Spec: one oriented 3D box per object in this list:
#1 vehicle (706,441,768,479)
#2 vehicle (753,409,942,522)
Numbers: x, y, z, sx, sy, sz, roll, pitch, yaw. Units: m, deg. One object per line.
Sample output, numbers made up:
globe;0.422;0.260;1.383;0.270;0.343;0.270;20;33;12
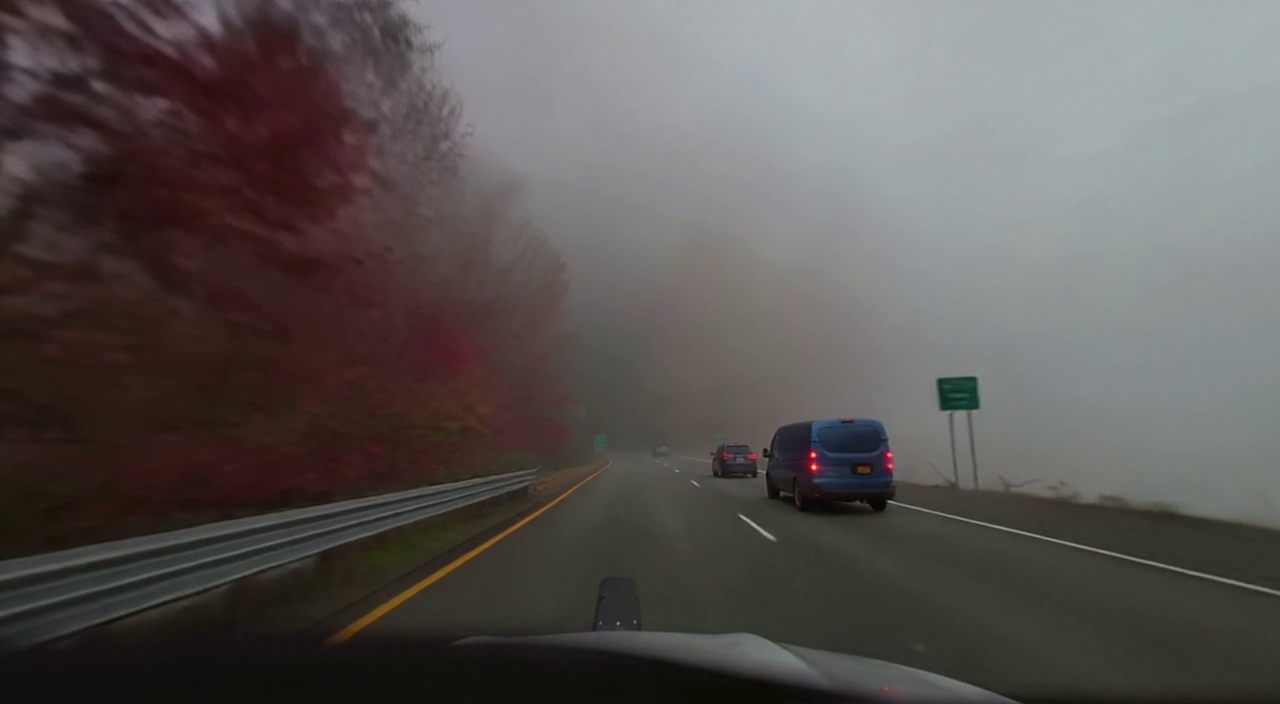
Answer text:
vehicle;4.173;4.712;27.583;1.952;1.536;4.036;0;-9;-2
vehicle;4.035;2.345;13.363;2.205;1.923;4.956;0;-9;-1
